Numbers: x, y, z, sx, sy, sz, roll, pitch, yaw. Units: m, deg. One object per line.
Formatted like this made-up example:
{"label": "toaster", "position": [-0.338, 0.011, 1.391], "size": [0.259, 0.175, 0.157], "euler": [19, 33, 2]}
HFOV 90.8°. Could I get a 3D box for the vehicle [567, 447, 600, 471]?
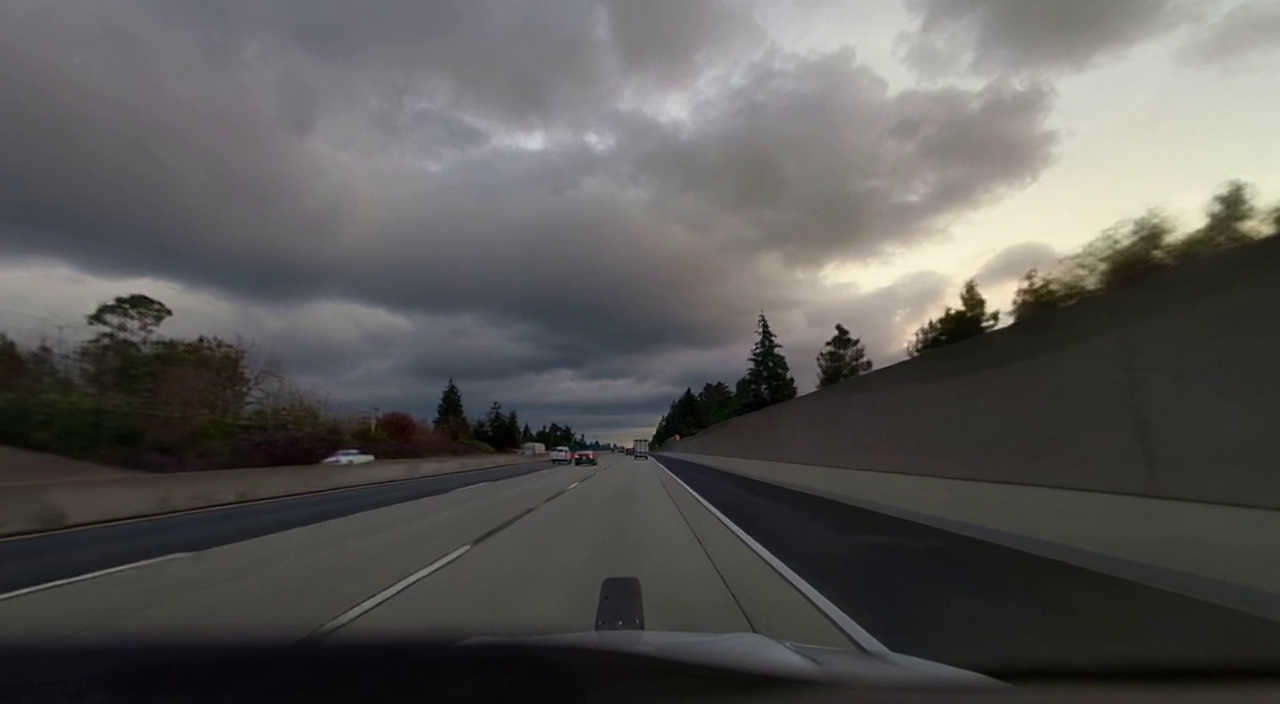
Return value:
{"label": "vehicle", "position": [-3.800, 7.254, 43.046], "size": [1.893, 1.521, 3.742], "euler": [0, -9, 0]}
